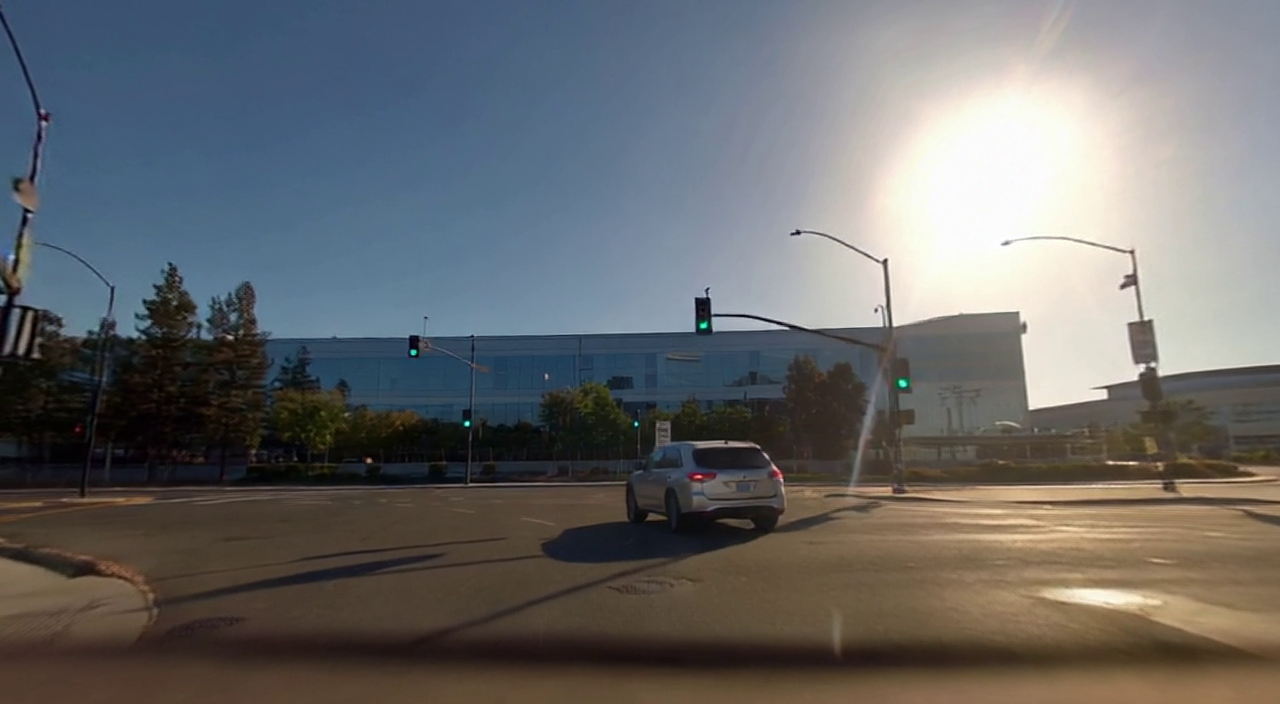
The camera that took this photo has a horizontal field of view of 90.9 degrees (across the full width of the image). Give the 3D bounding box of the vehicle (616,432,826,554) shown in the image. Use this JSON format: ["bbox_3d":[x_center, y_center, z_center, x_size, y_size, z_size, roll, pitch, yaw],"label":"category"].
[{"bbox_3d":[1.103,2.253,10.943,1.938,1.648,4.211,2,-9,-18],"label":"vehicle"}]
